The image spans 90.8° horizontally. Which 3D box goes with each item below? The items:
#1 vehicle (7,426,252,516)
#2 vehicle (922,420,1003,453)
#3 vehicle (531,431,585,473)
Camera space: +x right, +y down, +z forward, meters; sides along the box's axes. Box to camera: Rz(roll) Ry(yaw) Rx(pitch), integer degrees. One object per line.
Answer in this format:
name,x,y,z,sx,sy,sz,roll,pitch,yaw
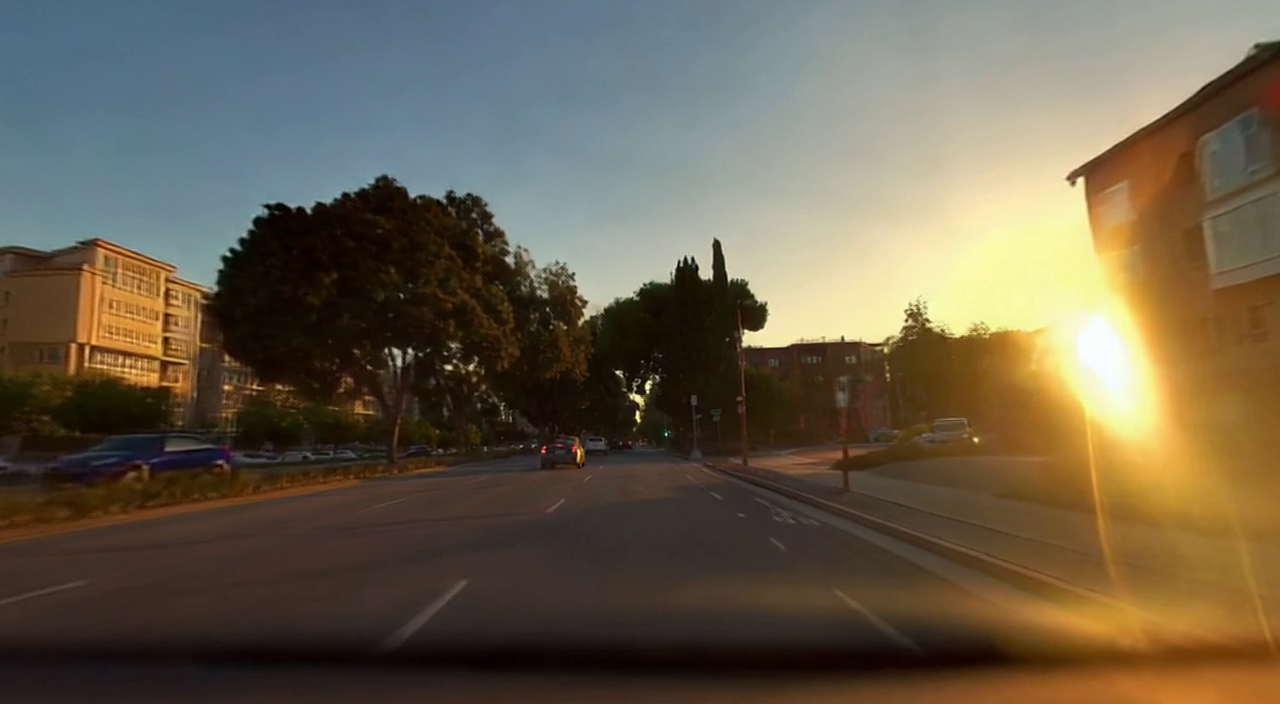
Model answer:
vehicle,-11.596,2.695,14.919,2.040,1.707,4.522,-2,-8,0
vehicle,17.659,4.641,34.874,1.995,1.554,4.943,-5,-8,3
vehicle,-3.745,4.635,29.487,1.959,1.741,4.141,-1,-8,0
